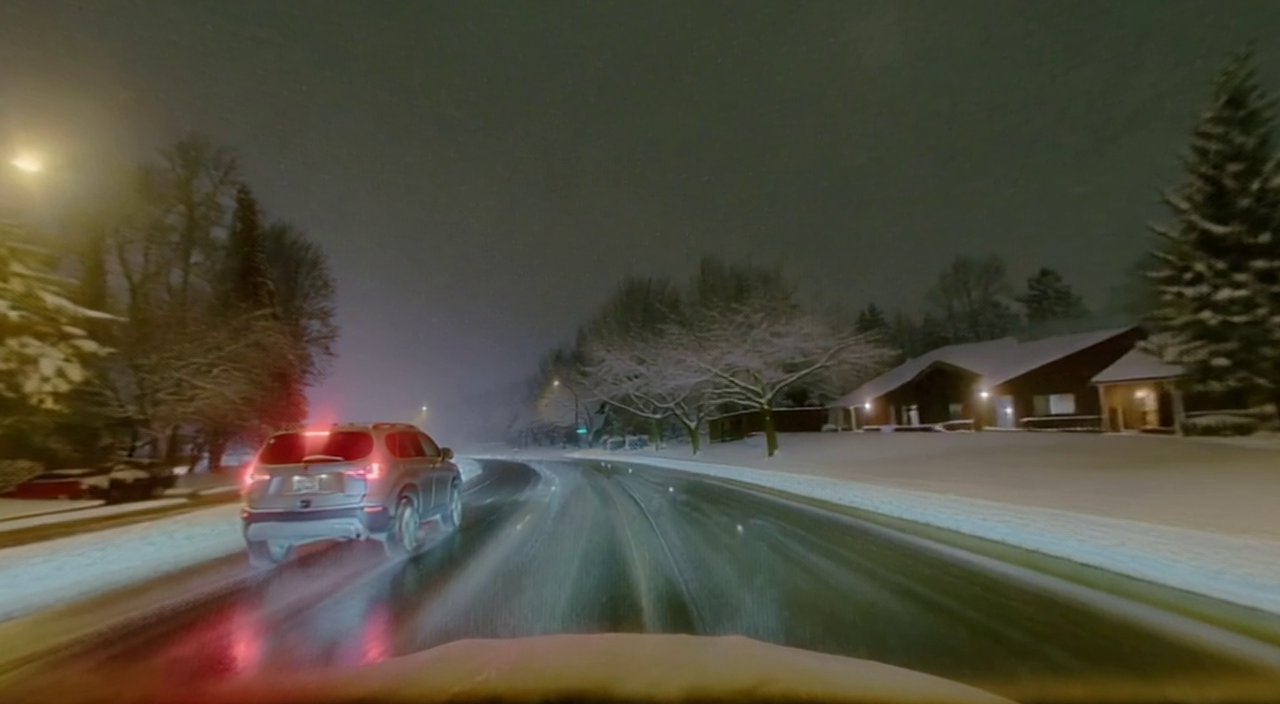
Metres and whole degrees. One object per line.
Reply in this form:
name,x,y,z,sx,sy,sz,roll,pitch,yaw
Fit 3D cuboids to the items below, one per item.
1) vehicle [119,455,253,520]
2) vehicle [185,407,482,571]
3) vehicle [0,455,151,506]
vehicle,-15.358,4.529,21.690,1.878,1.505,4.435,-8,-6,-10
vehicle,-3.917,1.828,9.219,2.175,1.772,4.442,0,-8,-1
vehicle,-24.394,5.515,27.262,4.809,1.471,2.012,-6,-8,-8
